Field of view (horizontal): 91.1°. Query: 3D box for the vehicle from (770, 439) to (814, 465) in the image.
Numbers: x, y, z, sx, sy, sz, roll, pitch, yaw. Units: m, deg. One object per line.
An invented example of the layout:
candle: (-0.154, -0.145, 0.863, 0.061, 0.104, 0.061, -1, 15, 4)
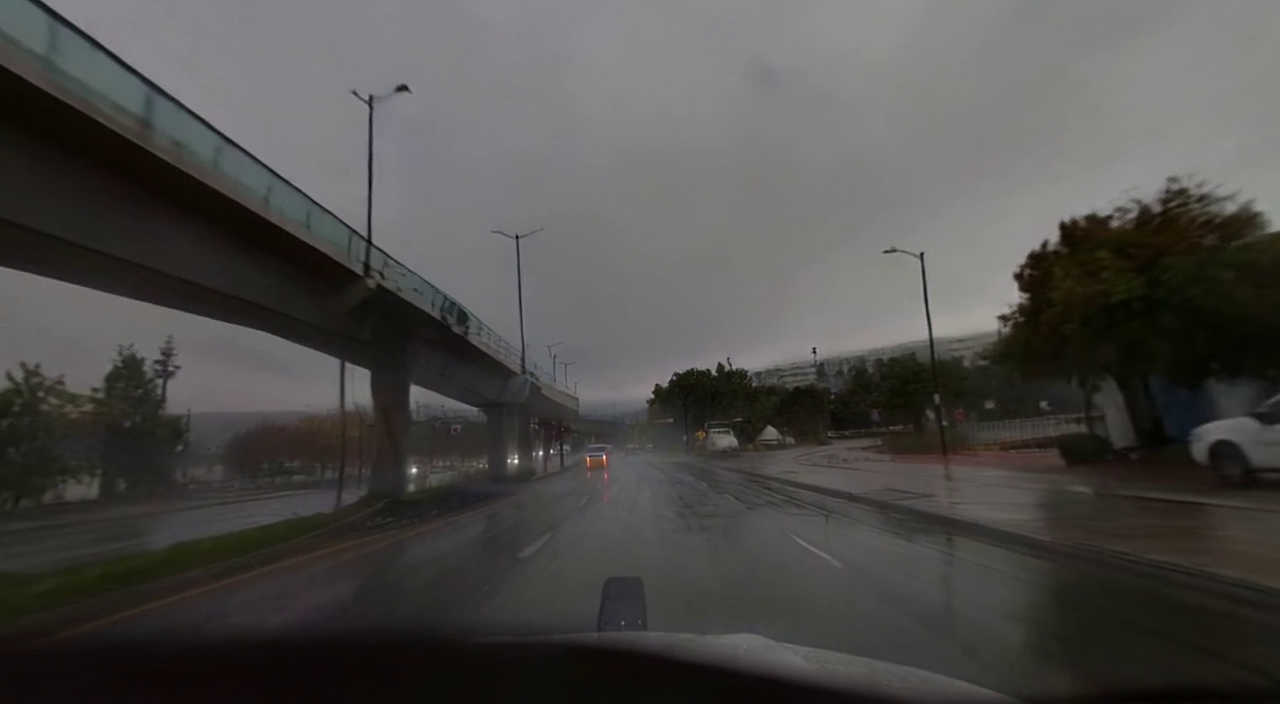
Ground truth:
vehicle: (11.599, 7.653, 48.173, 2.051, 1.534, 4.466, -11, -8, -1)
